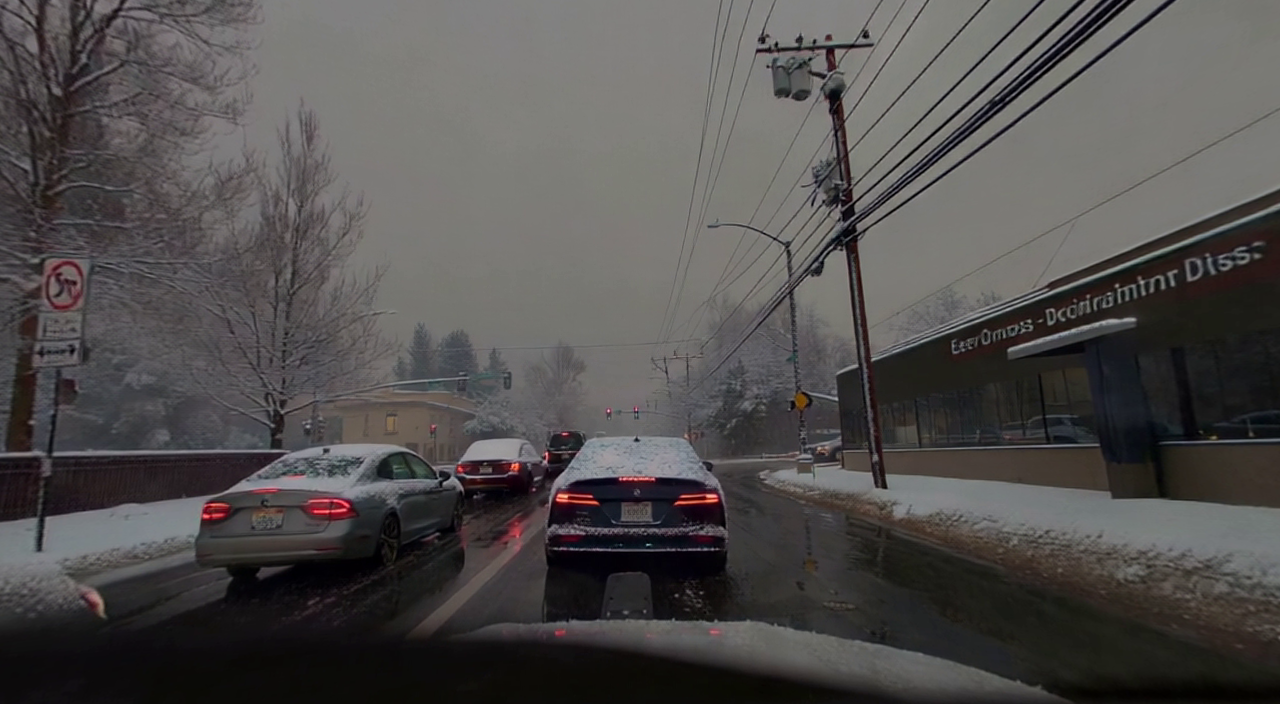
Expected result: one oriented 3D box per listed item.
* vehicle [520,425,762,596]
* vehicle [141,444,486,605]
[{"bbox_3d":[-0.001,1.684,7.530,2.101,1.469,3.955,0,-9,0],"label":"vehicle"},{"bbox_3d":[-3.226,1.741,7.317,1.765,1.319,4.013,0,-9,2],"label":"vehicle"}]
